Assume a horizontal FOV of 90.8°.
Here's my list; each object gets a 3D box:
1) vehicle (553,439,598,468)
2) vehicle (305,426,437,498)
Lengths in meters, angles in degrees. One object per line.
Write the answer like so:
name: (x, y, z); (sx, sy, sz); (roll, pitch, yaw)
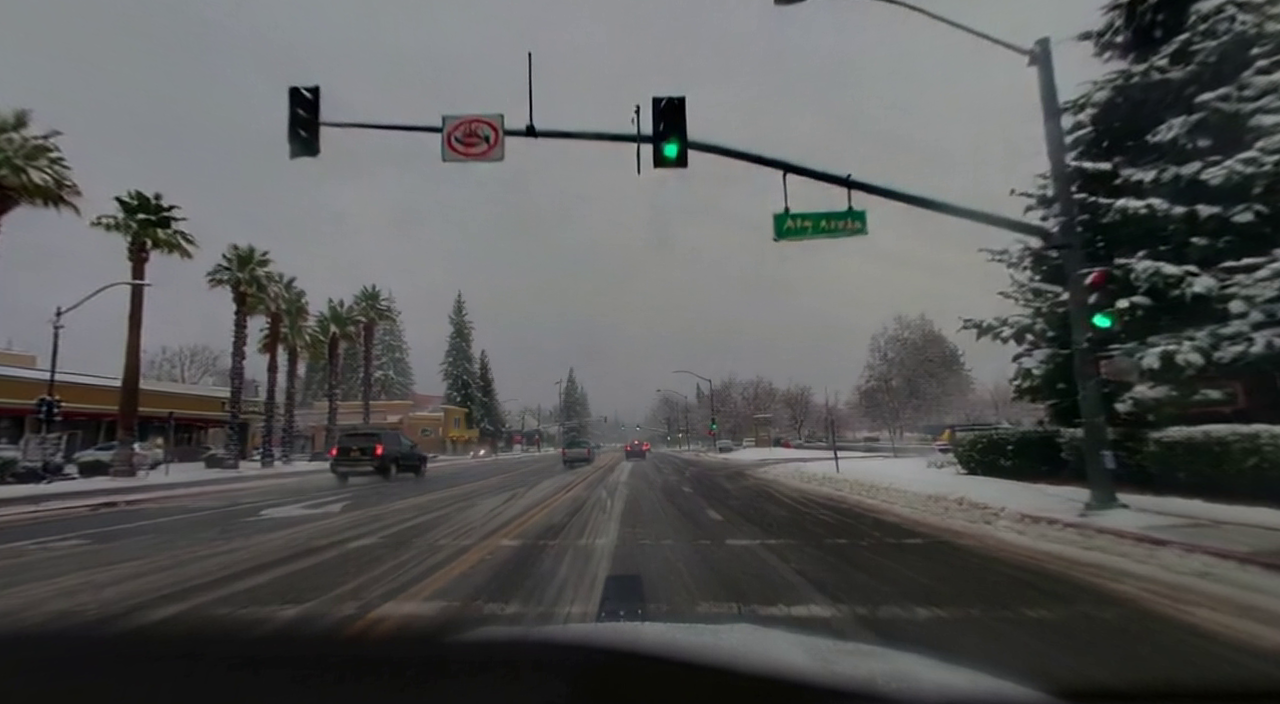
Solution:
vehicle: (-3.564, 5.701, 35.607); (2.181, 1.483, 4.123); (0, -9, -1)
vehicle: (-7.292, 3.029, 17.713); (2.022, 1.746, 4.406); (0, -9, -4)
